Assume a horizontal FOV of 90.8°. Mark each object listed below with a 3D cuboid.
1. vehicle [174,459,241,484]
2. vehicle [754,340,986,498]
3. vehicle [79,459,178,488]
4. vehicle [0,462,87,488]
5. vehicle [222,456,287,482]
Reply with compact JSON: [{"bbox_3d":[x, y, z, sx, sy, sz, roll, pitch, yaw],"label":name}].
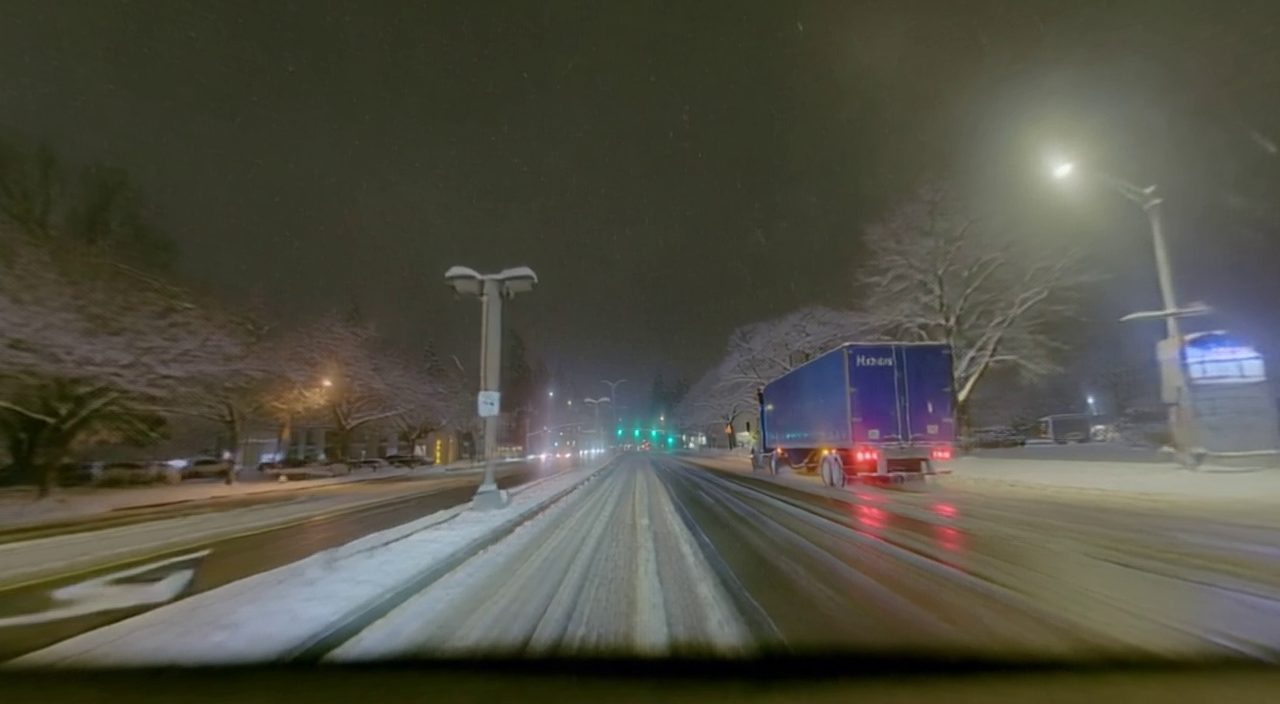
[{"bbox_3d":[-33.888,9.363,49.675,1.963,1.756,4.606,0,-9,0],"label":"vehicle"},{"bbox_3d":[6.576,2.445,21.032,3.120,3.794,11.510,0,-9,-1],"label":"vehicle"},{"bbox_3d":[-33.861,8.023,42.061,2.008,1.710,5.515,0,-9,0],"label":"vehicle"},{"bbox_3d":[-40.573,8.243,42.631,1.968,1.539,4.802,-1,-9,4],"label":"vehicle"},{"bbox_3d":[-30.304,9.251,49.897,1.995,1.773,4.984,-5,-10,0],"label":"vehicle"}]
